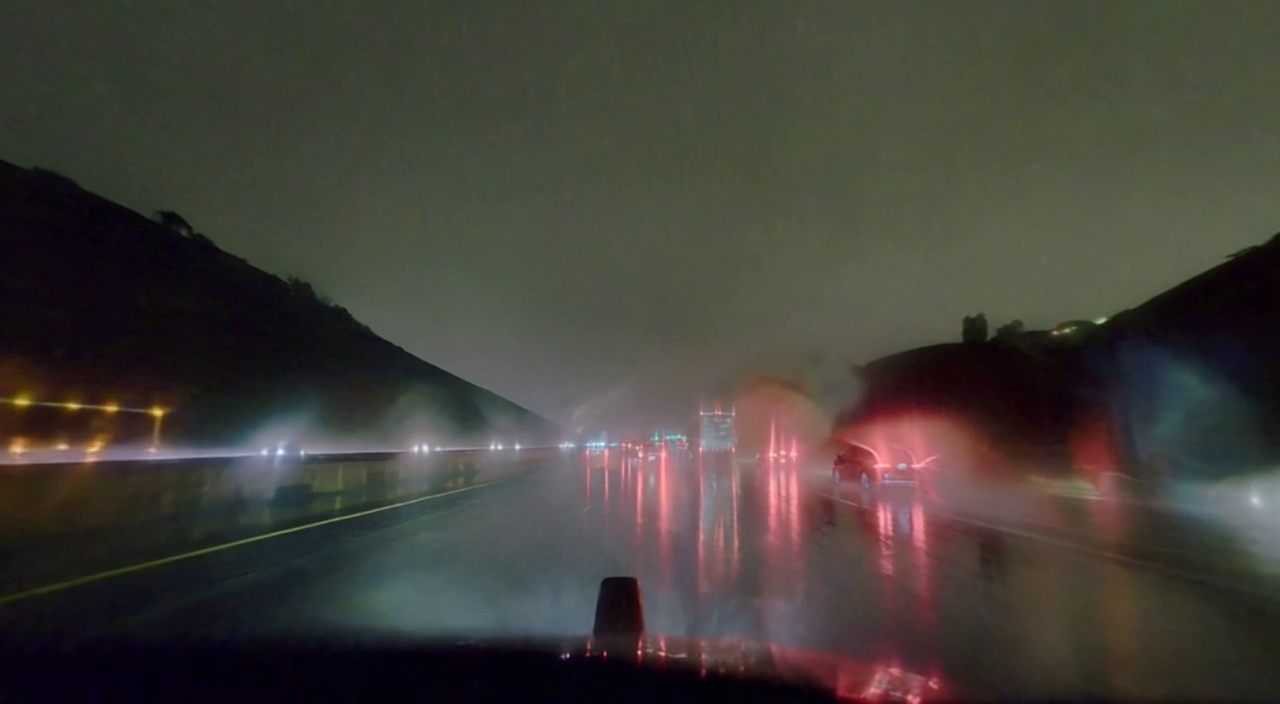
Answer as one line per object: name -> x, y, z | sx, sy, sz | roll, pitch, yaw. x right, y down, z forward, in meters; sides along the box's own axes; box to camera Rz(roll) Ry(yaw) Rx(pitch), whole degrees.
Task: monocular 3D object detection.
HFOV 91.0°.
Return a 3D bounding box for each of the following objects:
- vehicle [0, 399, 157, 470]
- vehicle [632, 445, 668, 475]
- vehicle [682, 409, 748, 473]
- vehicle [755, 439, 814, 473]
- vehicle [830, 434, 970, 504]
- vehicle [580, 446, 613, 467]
vehicle -> -37.797, 5.130, 38.930 | 2.881, 3.999, 15.945 | 0, -9, 2
vehicle -> 0.554, 5.899, 34.572 | 1.866, 1.492, 3.932 | 0, -9, 1
vehicle -> 4.644, 5.875, 41.450 | 3.130, 3.607, 11.129 | 0, -9, 1
vehicle -> 7.945, 5.763, 35.132 | 2.143, 1.775, 4.729 | 0, -9, 0
vehicle -> 7.024, 3.194, 17.627 | 2.044, 1.676, 4.421 | 0, -9, 0
vehicle -> -3.179, 7.761, 46.889 | 2.132, 1.506, 4.256 | 0, -9, 0
